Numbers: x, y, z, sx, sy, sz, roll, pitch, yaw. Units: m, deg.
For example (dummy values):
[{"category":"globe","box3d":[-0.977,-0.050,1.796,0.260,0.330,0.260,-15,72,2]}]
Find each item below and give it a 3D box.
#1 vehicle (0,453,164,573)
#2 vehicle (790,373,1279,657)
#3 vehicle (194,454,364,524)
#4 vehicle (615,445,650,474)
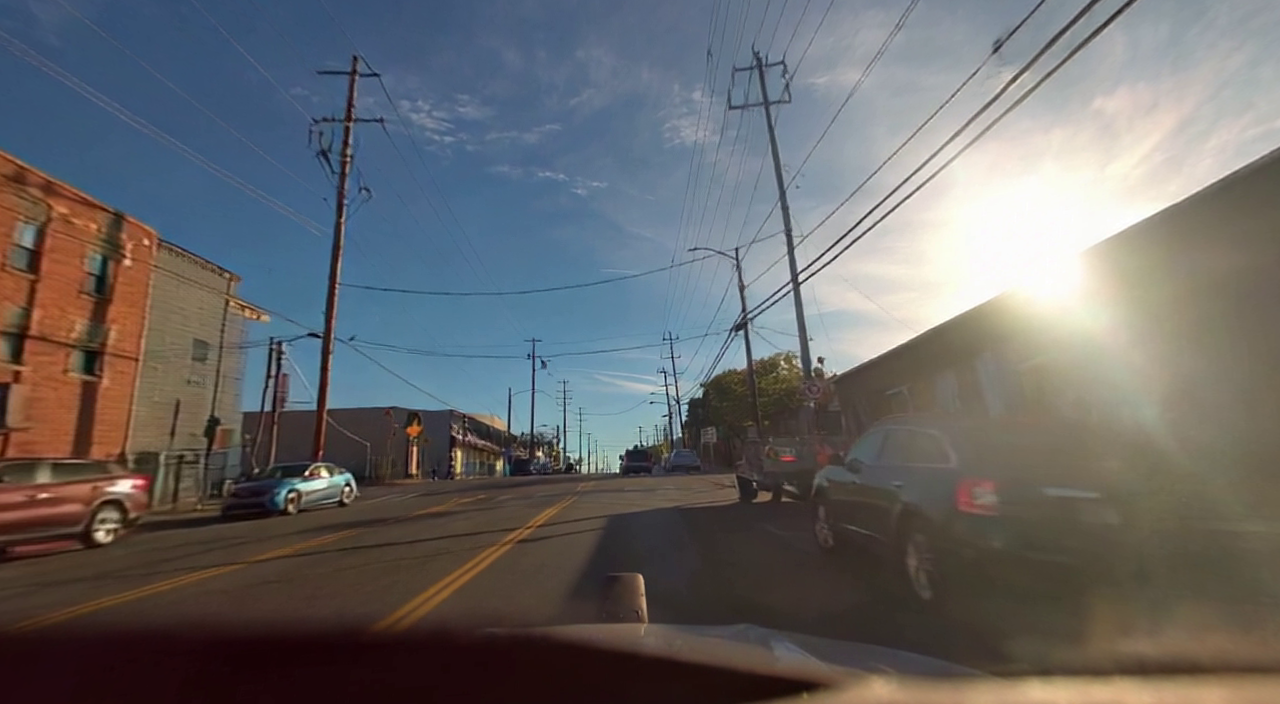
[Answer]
[{"category":"vehicle","box3d":[-10.128,2.477,9.610,1.980,1.676,4.884,-5,-10,0]},{"category":"vehicle","box3d":[3.207,1.361,6.421,2.102,1.765,4.674,-1,-8,-1]},{"category":"vehicle","box3d":[-10.018,3.862,18.120,2.079,1.550,4.865,-4,-11,-1]},{"category":"vehicle","box3d":[-0.487,7.064,41.824,2.190,1.783,4.048,-1,-8,-1]}]
